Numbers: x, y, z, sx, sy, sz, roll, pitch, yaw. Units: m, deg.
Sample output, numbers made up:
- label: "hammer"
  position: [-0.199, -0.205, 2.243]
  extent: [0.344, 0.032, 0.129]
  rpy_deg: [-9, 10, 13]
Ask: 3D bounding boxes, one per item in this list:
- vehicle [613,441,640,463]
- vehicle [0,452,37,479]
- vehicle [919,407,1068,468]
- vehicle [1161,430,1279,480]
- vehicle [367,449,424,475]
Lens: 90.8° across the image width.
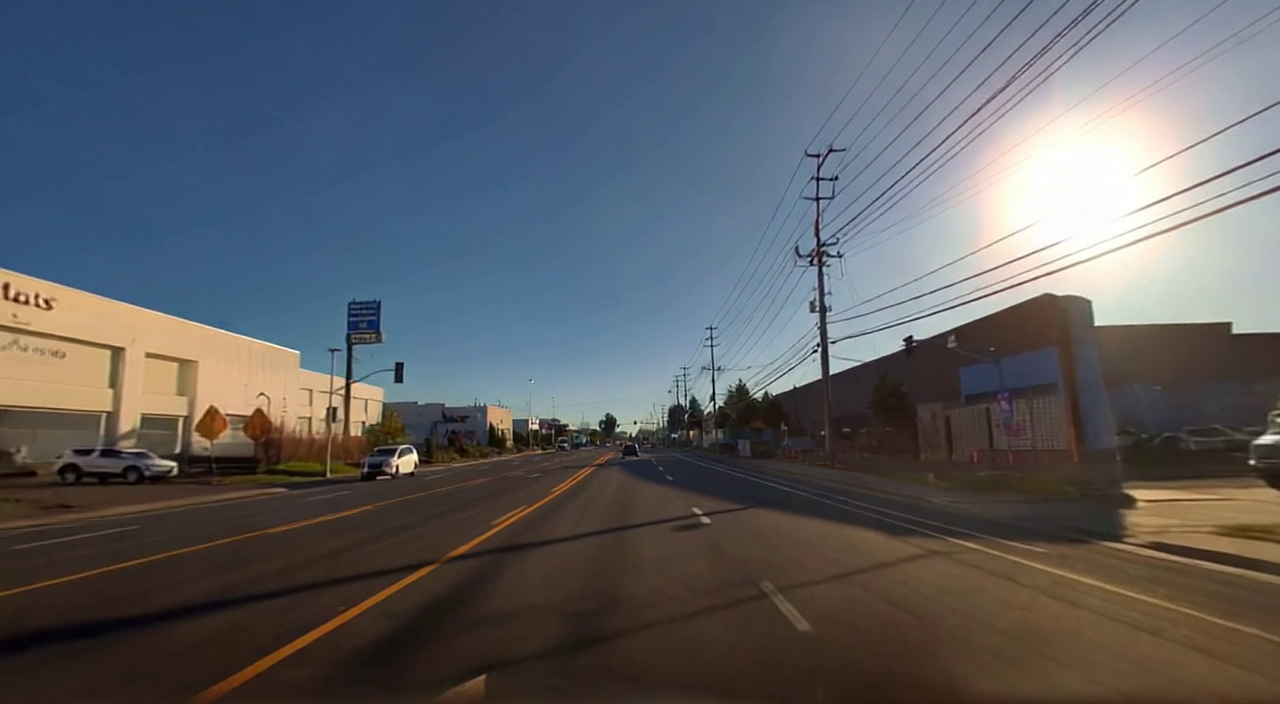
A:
- label: "vehicle"
  position: [-0.990, 7.534, 47.837]
  extent: [1.937, 1.588, 3.746]
  rpy_deg: [0, -8, 0]
- label: "vehicle"
  position: [-37.730, 6.699, 37.415]
  extent: [4.343, 1.483, 1.916]
  rpy_deg: [-6, -10, 34]
- label: "vehicle"
  position: [22.135, 5.415, 39.888]
  extent: [7.478, 3.666, 2.863]
  rpy_deg: [0, -8, 0]
- label: "vehicle"
  position: [23.860, 4.003, 24.643]
  extent: [5.111, 1.827, 2.058]
  rpy_deg: [-1, -8, 2]
- label: "vehicle"
  position: [-16.128, 7.243, 41.893]
  extent: [1.936, 1.555, 4.533]
  rpy_deg: [-1, -8, 0]
